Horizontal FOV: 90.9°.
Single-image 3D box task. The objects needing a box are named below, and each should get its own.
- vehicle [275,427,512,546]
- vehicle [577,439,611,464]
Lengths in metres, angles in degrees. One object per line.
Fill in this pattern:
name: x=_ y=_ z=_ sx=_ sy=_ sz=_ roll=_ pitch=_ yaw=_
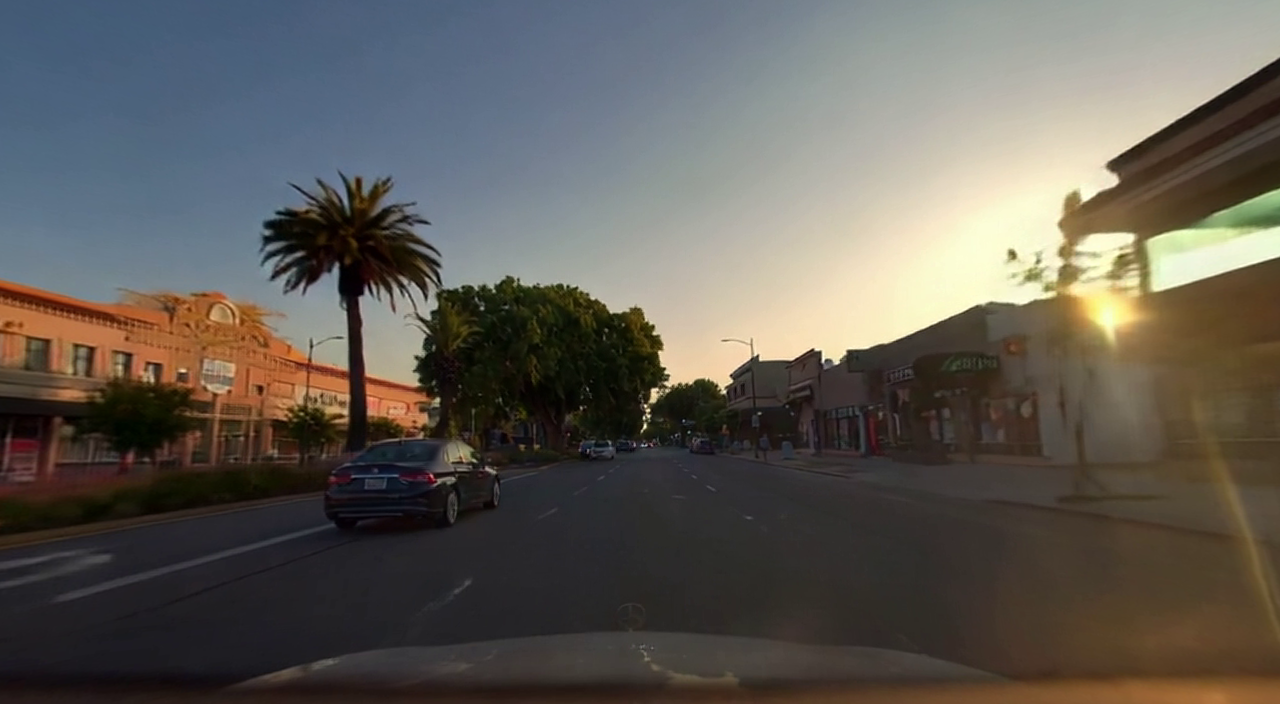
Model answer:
vehicle: x=-3.653 y=2.072 z=10.422 sx=2.032 sy=1.511 sz=4.424 roll=-1 pitch=-8 yaw=2
vehicle: x=-3.201 y=7.015 z=44.525 sx=2.024 sy=1.636 sz=4.121 roll=0 pitch=-8 yaw=1
